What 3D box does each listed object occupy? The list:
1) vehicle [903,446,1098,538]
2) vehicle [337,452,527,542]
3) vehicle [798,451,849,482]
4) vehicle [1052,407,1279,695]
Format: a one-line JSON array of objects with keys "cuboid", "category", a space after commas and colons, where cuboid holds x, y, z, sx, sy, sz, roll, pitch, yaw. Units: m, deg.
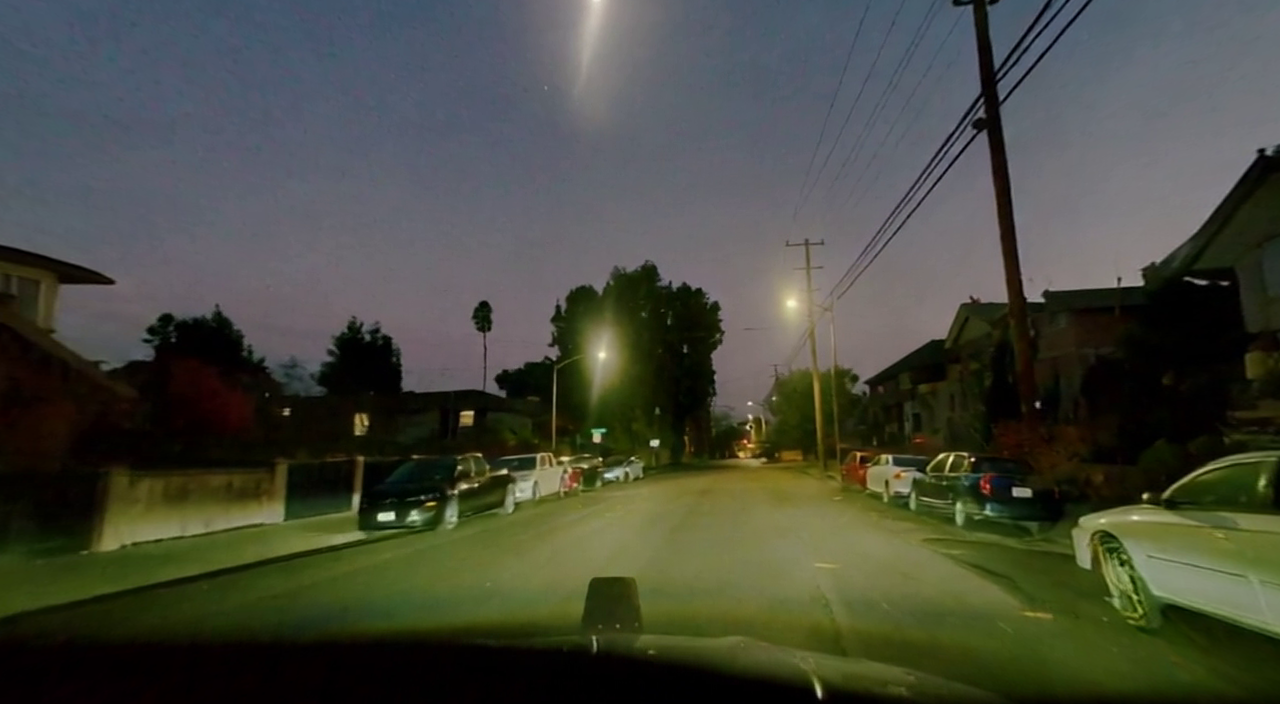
[{"cuboid": [6.646, 2.572, 12.272, 1.887, 1.435, 4.161, -2, -9, 9], "category": "vehicle"}, {"cuboid": [-4.030, 2.880, 13.310, 1.930, 1.478, 4.731, -2, -9, 7], "category": "vehicle"}, {"cuboid": [9.734, 6.111, 33.874, 1.979, 1.480, 4.500, -2, -9, 8], "category": "vehicle"}, {"cuboid": [4.971, 1.167, 3.723, 2.439, 1.670, 4.631, -2, -9, 8], "category": "vehicle"}]
